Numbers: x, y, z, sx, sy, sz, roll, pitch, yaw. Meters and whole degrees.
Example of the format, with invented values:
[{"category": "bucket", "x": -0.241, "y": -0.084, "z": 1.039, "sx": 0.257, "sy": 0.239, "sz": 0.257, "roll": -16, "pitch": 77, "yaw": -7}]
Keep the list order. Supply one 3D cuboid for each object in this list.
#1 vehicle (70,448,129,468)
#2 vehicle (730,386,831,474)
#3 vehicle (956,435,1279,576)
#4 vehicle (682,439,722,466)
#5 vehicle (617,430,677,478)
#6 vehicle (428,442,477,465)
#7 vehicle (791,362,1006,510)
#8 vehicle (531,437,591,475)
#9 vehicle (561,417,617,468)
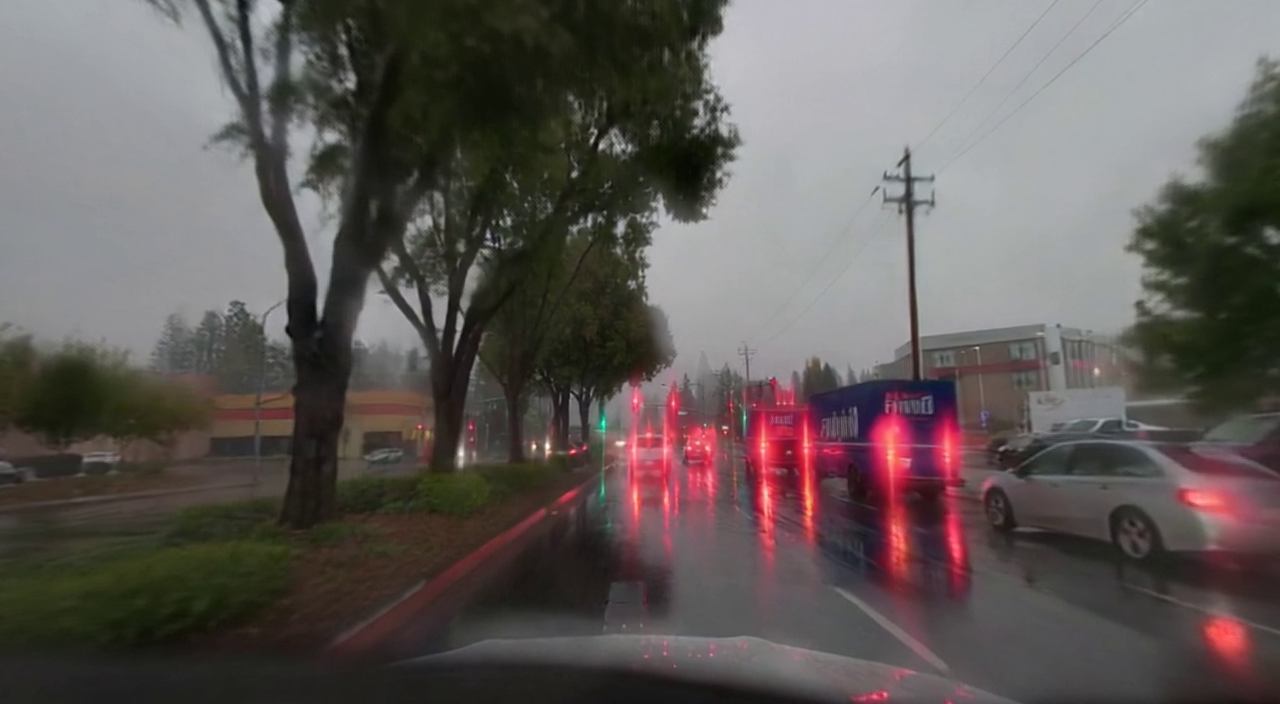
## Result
[{"category": "vehicle", "x": -41.382, "y": 8.086, "z": 48.396, "sx": 1.795, "sy": 1.416, "sz": 4.294, "roll": 2, "pitch": -9, "yaw": -16}, {"category": "vehicle", "x": 6.985, "y": 4.251, "z": 33.275, "sx": 2.816, "sy": 3.804, "sz": 10.315, "roll": -2, "pitch": -9, "yaw": 0}, {"category": "vehicle", "x": 6.662, "y": 1.966, "z": 9.016, "sx": 1.980, "sy": 1.473, "sz": 4.537, "roll": 0, "pitch": -8, "yaw": 1}, {"category": "vehicle", "x": 3.713, "y": 6.137, "z": 38.575, "sx": 2.075, "sy": 1.540, "sz": 4.411, "roll": 0, "pitch": -8, "yaw": 1}, {"category": "vehicle", "x": 0.309, "y": 4.031, "z": 25.041, "sx": 2.209, "sy": 1.718, "sz": 4.008, "roll": -1, "pitch": -8, "yaw": 2}, {"category": "vehicle", "x": -13.756, "y": 7.460, "z": 46.588, "sx": 1.928, "sy": 1.497, "sz": 4.446, "roll": -1, "pitch": -7, "yaw": 4}, {"category": "vehicle", "x": 6.825, "y": 2.466, "z": 18.358, "sx": 2.891, "sy": 3.361, "sz": 7.843, "roll": 0, "pitch": -8, "yaw": 0}, {"category": "vehicle", "x": -3.338, "y": 4.475, "z": 27.478, "sx": 2.008, "sy": 1.500, "sz": 4.369, "roll": 0, "pitch": -8, "yaw": 1}, {"category": "vehicle", "x": -2.969, "y": 5.521, "z": 38.509, "sx": 2.715, "sy": 2.791, "sz": 7.171, "roll": 0, "pitch": -8, "yaw": 1}]
